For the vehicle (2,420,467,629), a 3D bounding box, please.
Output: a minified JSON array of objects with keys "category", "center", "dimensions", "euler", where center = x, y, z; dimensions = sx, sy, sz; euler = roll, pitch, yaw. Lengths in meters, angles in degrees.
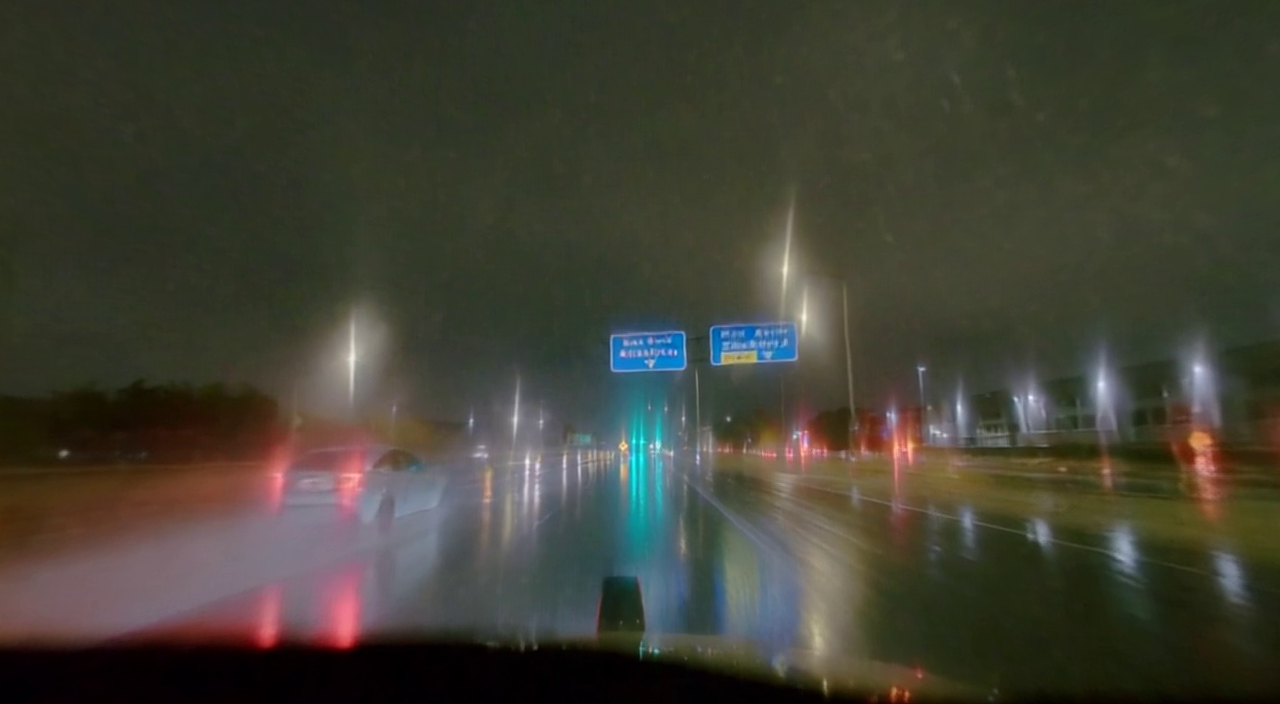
[{"category":"vehicle","center":[-3.785,1.696,7.354],"dimensions":[2.069,1.560,5.018],"euler":[0,-9,0]}]
